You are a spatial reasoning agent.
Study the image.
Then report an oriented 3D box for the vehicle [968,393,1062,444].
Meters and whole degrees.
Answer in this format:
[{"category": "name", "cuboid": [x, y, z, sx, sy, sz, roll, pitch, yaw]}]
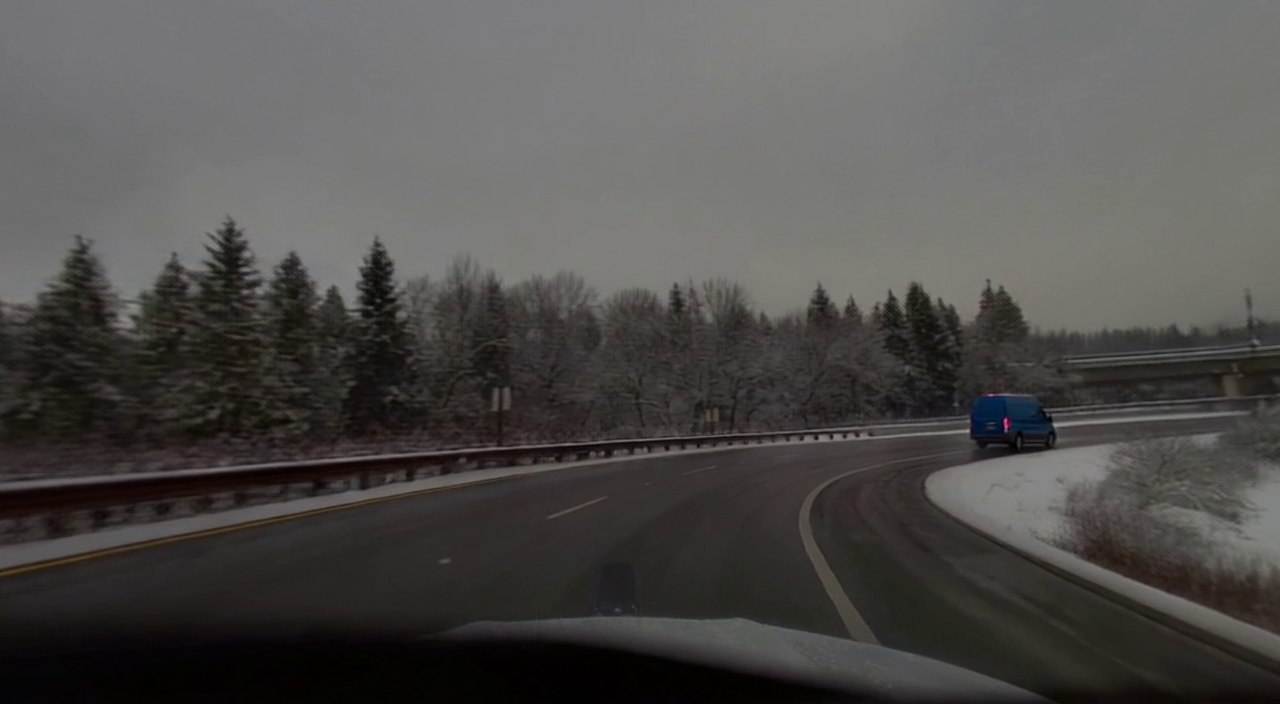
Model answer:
[{"category": "vehicle", "cuboid": [20.580, 3.698, 34.524, 5.330, 2.577, 2.352, 5, -9, -35]}]
